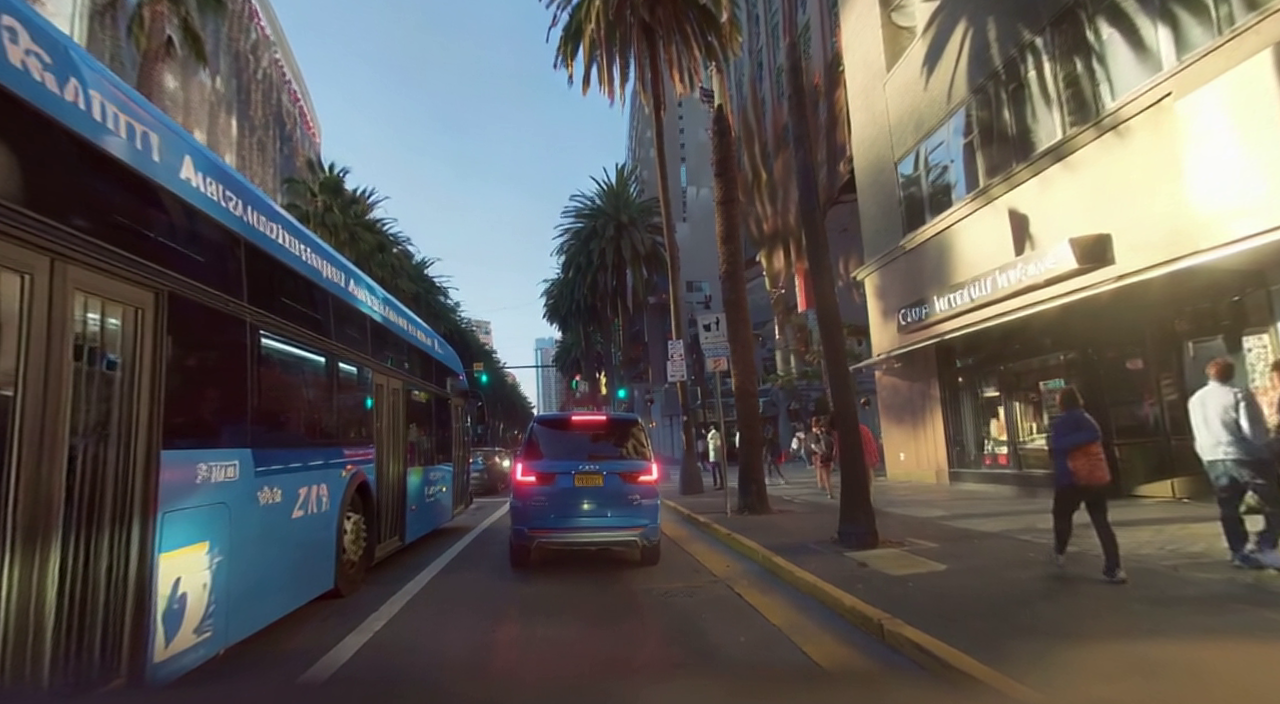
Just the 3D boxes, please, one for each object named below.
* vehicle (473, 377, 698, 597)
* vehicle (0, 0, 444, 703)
[{"bbox_3d":[-0.799,1.502,7.813,2.002,1.907,4.211,1,-9,-9],"label":"vehicle"},{"bbox_3d":[-3.783,0.113,2.927,2.863,3.233,11.573,0,-8,-4],"label":"vehicle"}]
